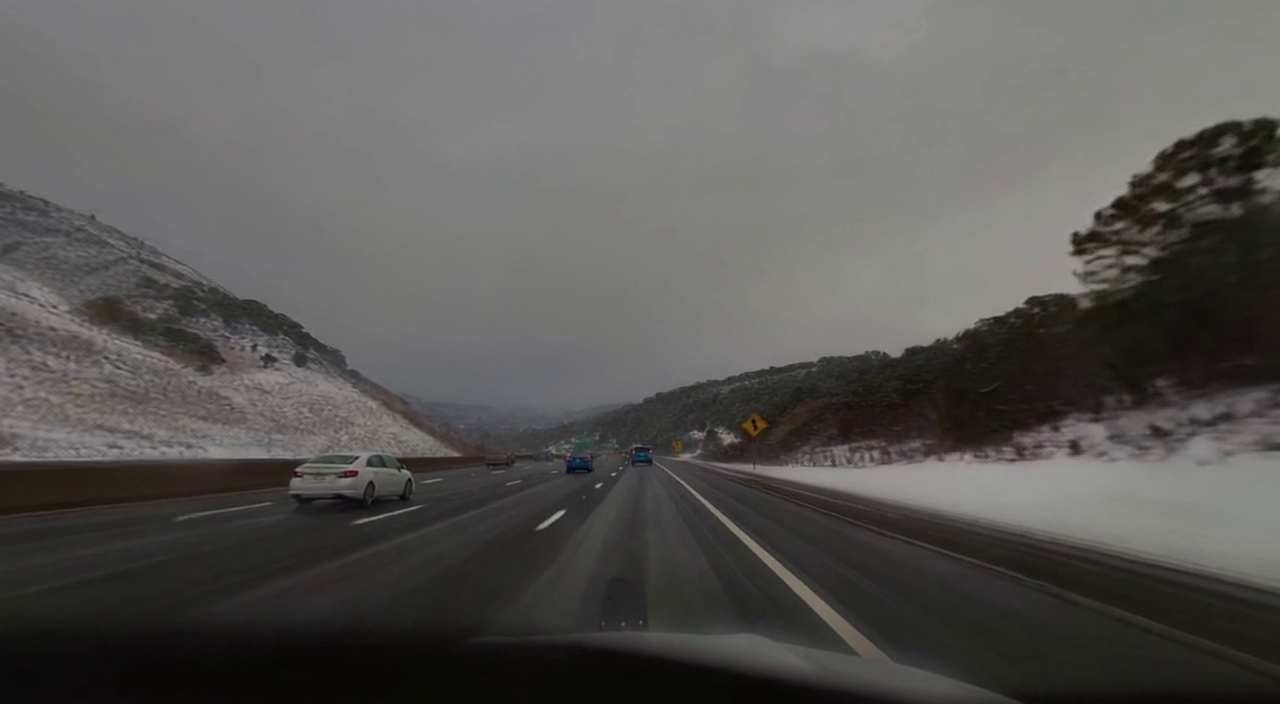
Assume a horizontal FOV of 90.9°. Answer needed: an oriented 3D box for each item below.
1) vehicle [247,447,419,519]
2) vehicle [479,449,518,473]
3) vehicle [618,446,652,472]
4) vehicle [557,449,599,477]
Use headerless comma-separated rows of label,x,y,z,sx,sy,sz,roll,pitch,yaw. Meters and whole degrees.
vehicle,-7.153,3.059,15.309,1.991,1.441,4.265,0,-8,1
vehicle,-11.060,8.553,49.730,2.025,1.750,4.505,0,-8,0
vehicle,-0.356,7.399,43.779,2.225,1.674,4.044,0,-8,-1
vehicle,-3.708,6.703,38.391,2.144,1.505,4.649,0,-8,-1
